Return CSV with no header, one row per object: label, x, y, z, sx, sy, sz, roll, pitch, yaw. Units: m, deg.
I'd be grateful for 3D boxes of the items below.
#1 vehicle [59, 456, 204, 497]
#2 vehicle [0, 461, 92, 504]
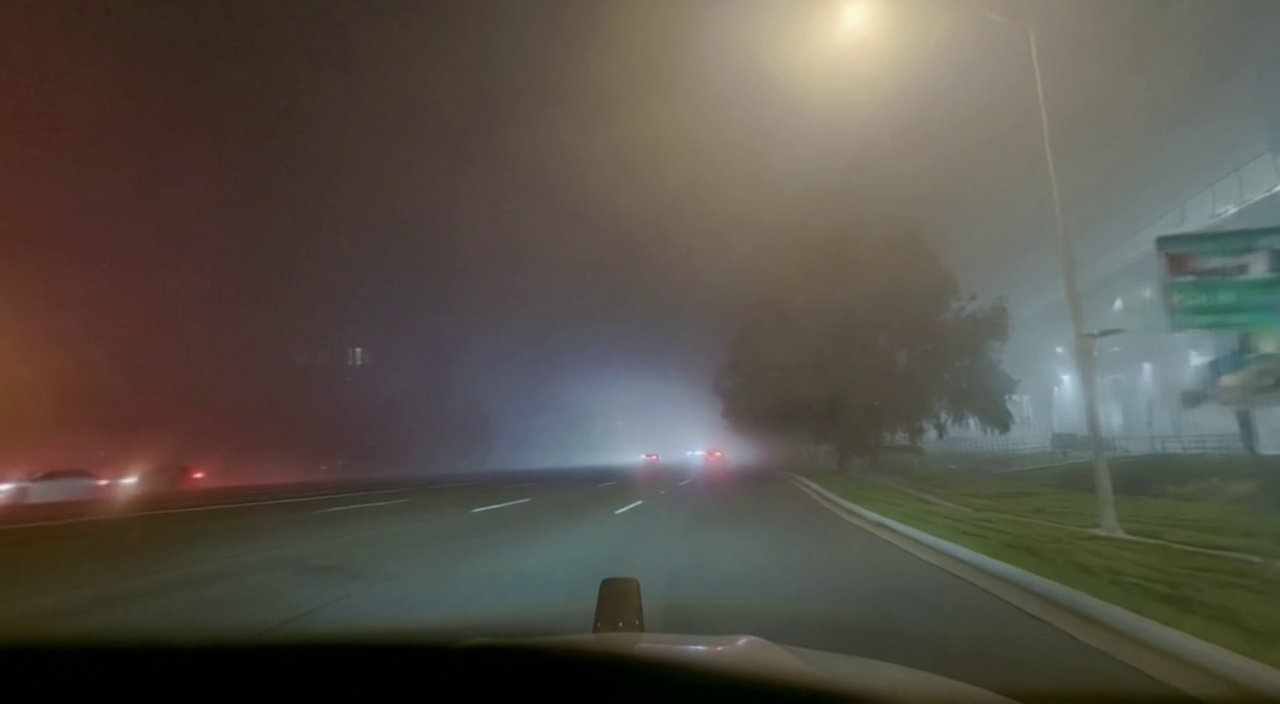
vehicle,-21.832,5.342,27.425,1.872,1.493,4.724,-2,-8,10
vehicle,-25.552,5.311,25.866,1.867,1.540,4.423,-2,-8,9
